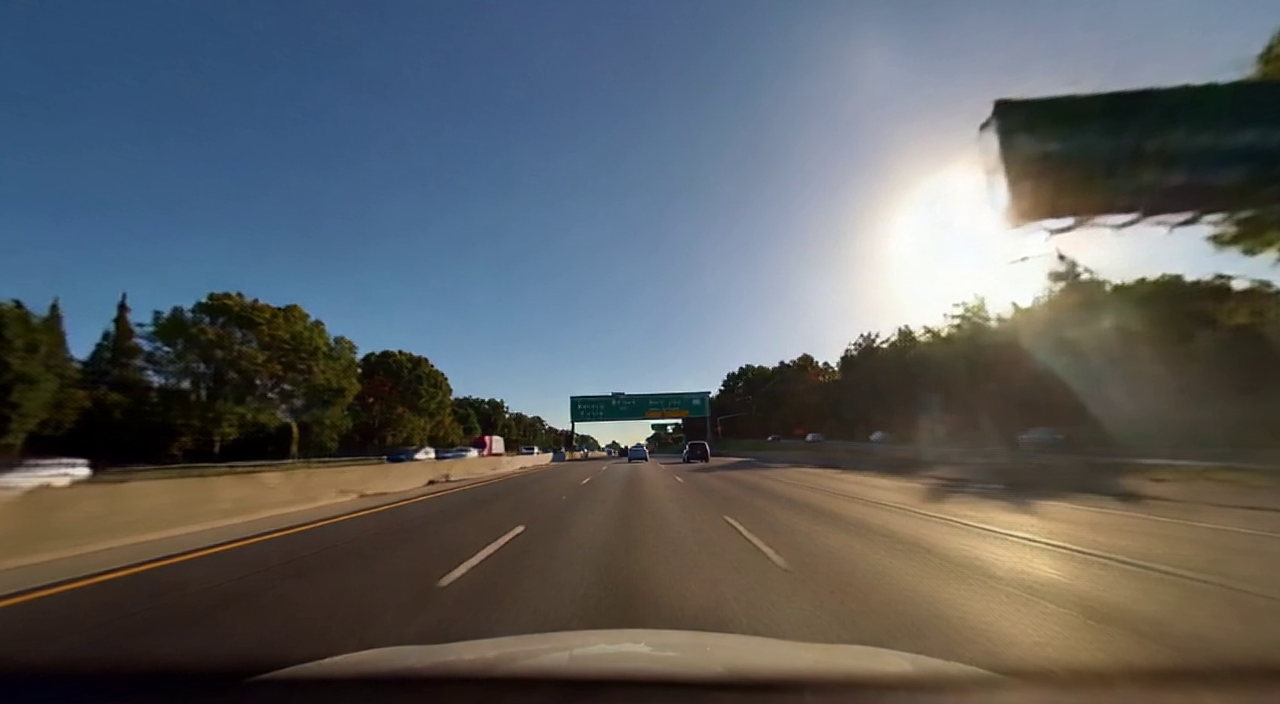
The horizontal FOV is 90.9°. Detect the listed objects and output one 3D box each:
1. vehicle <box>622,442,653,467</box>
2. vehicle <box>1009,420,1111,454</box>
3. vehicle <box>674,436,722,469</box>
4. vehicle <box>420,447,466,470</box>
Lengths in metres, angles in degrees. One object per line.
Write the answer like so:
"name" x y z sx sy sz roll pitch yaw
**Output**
"vehicle" -0.167 7.471 45.953 2.105 1.711 4.293 0 -9 0
"vehicle" 19.682 4.075 29.830 1.872 1.459 4.502 -1 -9 3
"vehicle" 3.683 6.599 41.518 2.505 2.020 5.532 0 -9 -1
"vehicle" -15.260 8.224 49.113 2.047 1.671 4.892 0 -9 0
